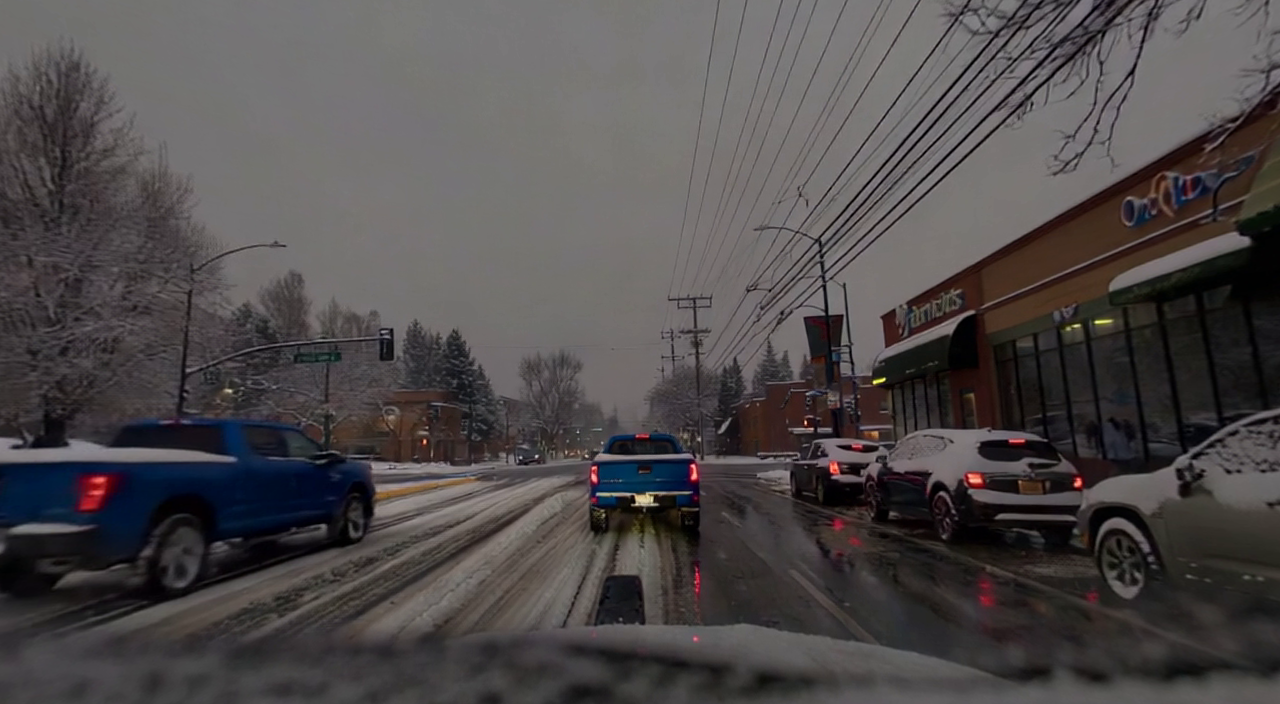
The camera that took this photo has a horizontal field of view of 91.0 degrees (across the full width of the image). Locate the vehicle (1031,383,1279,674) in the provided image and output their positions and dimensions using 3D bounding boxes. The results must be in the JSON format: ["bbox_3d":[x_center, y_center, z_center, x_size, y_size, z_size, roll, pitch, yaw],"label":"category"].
[{"bbox_3d":[4.906,1.089,3.892,2.014,1.755,4.520,0,-9,0],"label":"vehicle"}]

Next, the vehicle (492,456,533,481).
[{"bbox_3d":[-9.048,8.288,45.079,1.968,1.654,4.292,0,-9,1],"label":"vehicle"}]

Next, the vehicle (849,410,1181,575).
[{"bbox_3d":[4.933,1.911,9.408,2.007,1.786,4.870,0,-9,1],"label":"vehicle"}]

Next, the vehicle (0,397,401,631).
[{"bbox_3d":[-5.168,1.622,7.495,2.140,1.768,5.092,-1,-9,7],"label":"vehicle"}]

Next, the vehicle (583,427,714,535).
[{"bbox_3d":[0.153,2.421,12.453,2.089,1.699,4.650,0,-9,0],"label":"vehicle"}]
